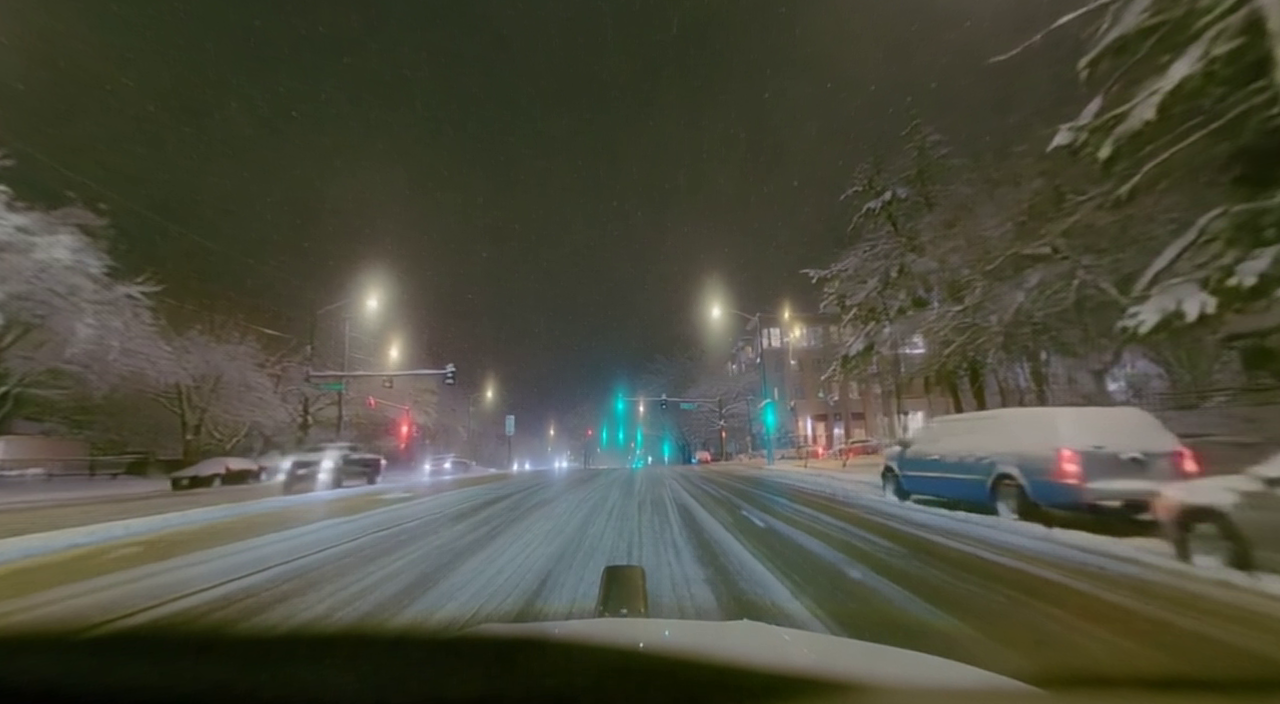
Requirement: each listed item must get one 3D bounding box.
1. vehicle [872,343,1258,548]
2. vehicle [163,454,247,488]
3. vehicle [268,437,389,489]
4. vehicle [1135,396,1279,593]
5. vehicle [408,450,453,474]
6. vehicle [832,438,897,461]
[{"bbox_3d":[6.994,1.747,11.985,2.391,2.750,6.853,0,-8,-1],"label":"vehicle"},{"bbox_3d":[-22.661,6.176,33.053,1.875,1.528,3.717,-4,-9,-2],"label":"vehicle"},{"bbox_3d":[-12.320,4.409,25.423,2.419,1.787,4.859,-1,-8,0],"label":"vehicle"},{"bbox_3d":[6.860,1.201,5.072,1.889,1.799,4.704,0,-8,0],"label":"vehicle"},{"bbox_3d":[-15.853,8.311,47.906,1.945,1.737,4.358,0,-8,0],"label":"vehicle"},{"bbox_3d":[17.469,7.630,49.324,4.329,1.502,2.122,-3,-5,6],"label":"vehicle"}]
